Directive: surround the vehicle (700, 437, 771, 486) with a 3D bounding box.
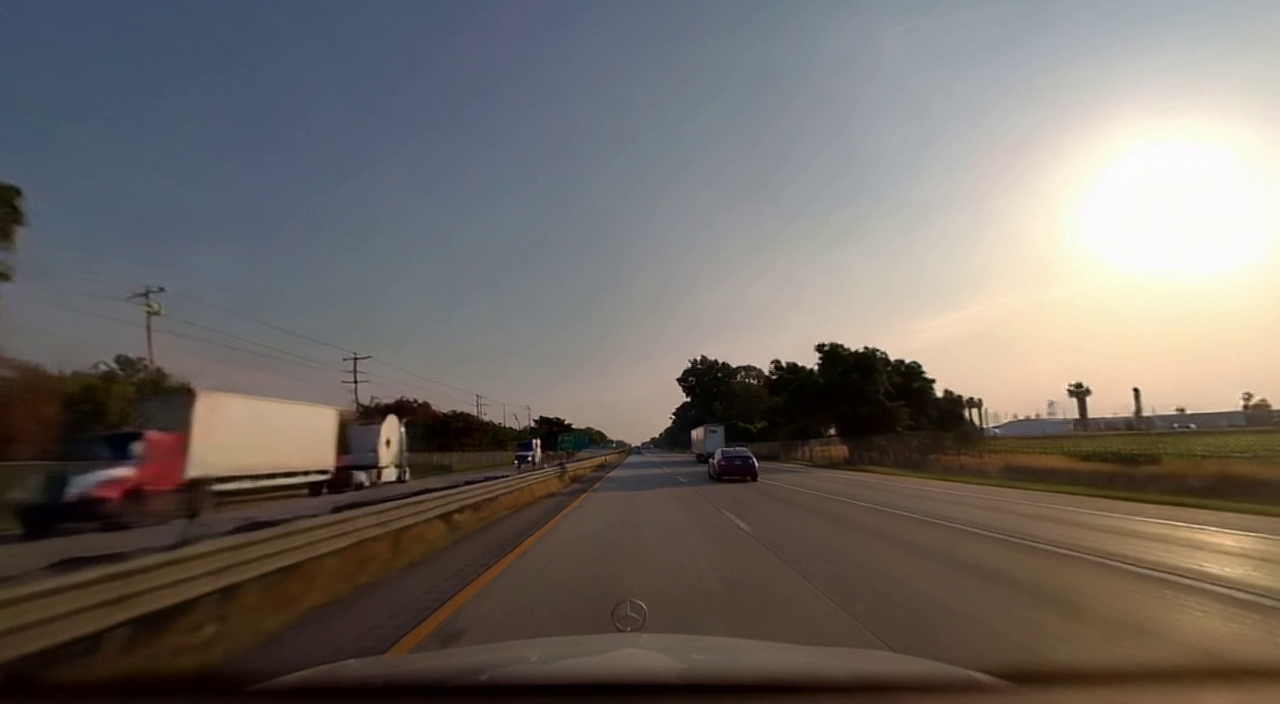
[{"bbox_3d":[3.680,4.321,25.028,2.093,1.742,4.167,0,-9,-1],"label":"vehicle"}]

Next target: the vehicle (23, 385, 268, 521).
[{"bbox_3d":[-15.721,3.297,20.831,3.060,3.798,5.974,0,-9,-1],"label":"vehicle"}]
